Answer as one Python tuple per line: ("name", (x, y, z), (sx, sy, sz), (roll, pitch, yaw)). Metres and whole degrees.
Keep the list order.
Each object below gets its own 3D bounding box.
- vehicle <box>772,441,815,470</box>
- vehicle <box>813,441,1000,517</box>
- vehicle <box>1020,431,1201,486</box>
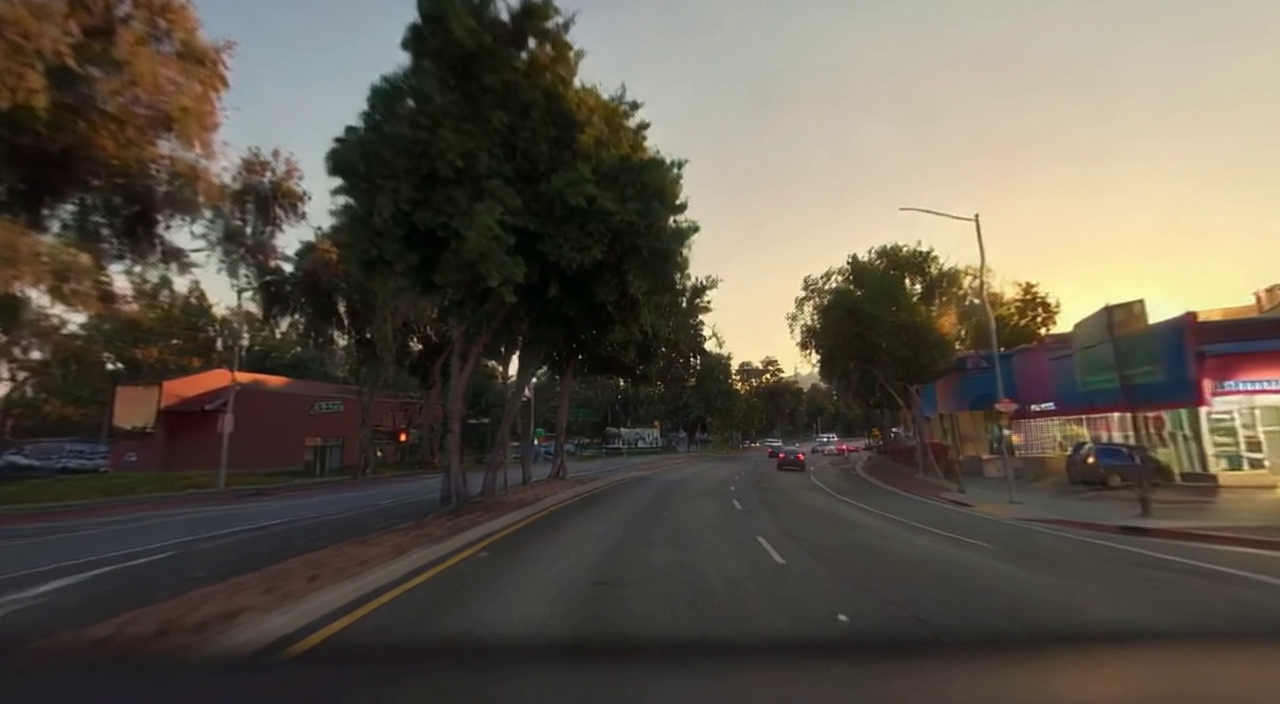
("vehicle", (9.807, 6.506, 39.971), (2.311, 1.715, 4.287), (-3, -9, 17))
("vehicle", (5.908, 2.847, 14.718), (1.938, 1.466, 4.434), (1, -9, -9))
("vehicle", (16.764, 3.809, 22.810), (4.557, 1.825, 2.350), (-2, -9, 13))
